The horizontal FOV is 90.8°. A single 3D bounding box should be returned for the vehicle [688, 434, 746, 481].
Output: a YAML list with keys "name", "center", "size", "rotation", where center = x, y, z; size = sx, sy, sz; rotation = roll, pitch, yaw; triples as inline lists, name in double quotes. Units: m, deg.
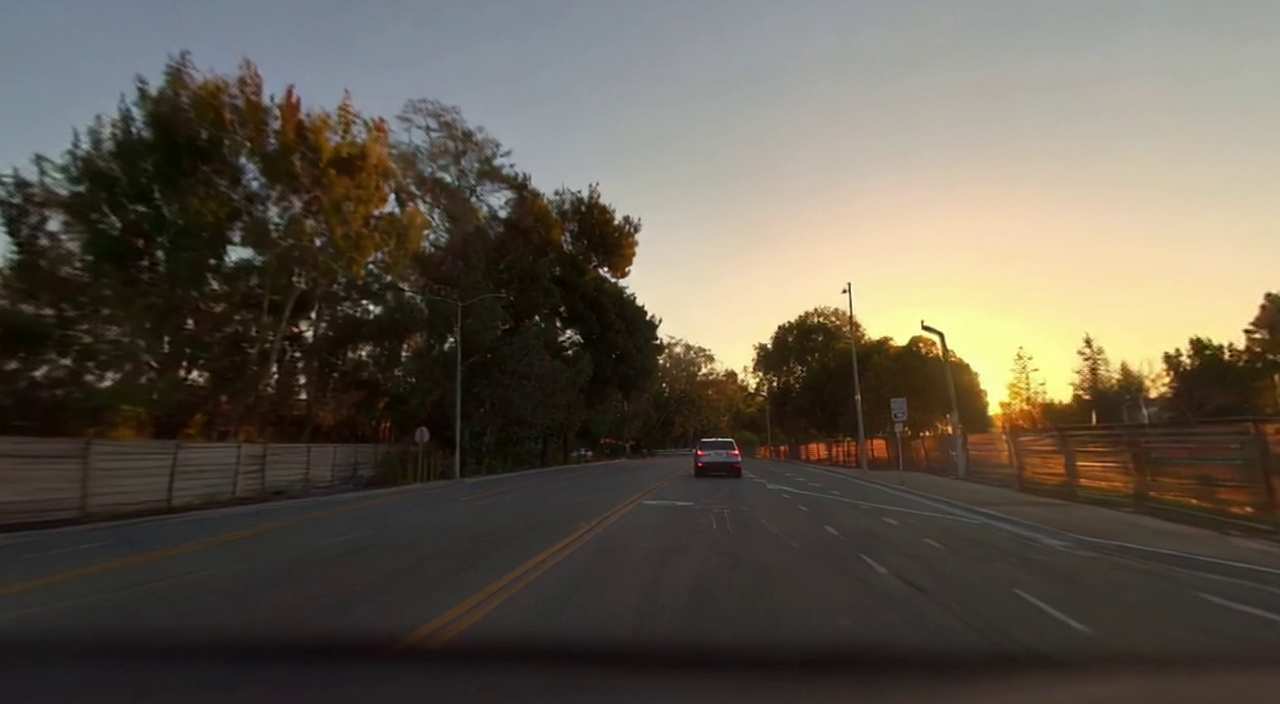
- name: "vehicle"
  center: [3.305, 4.546, 27.424]
  size: [2.230, 1.827, 4.580]
  rotation: [-1, -9, 6]
